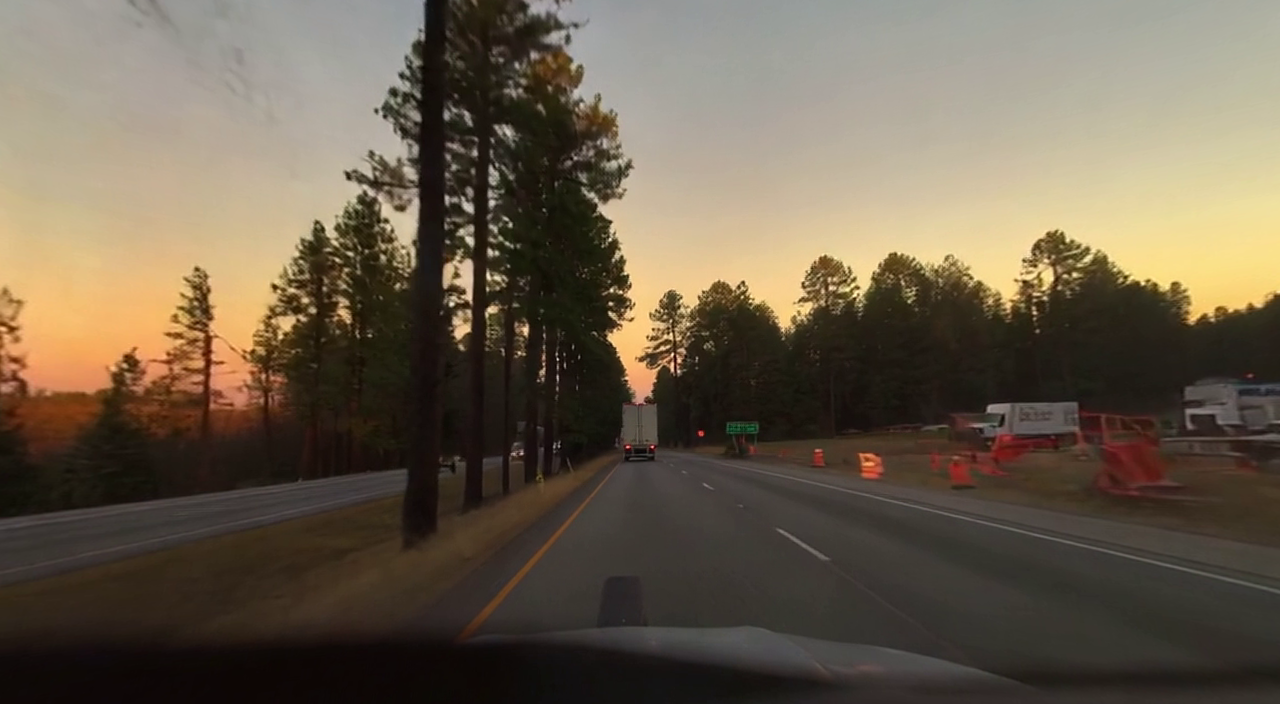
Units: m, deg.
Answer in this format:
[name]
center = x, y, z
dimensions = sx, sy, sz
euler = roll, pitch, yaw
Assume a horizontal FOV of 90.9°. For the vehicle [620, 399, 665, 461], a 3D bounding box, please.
[vehicle]
center = 0.013, 5.974, 47.161
dimensions = 2.935, 4.068, 11.036
euler = 0, -8, -2
